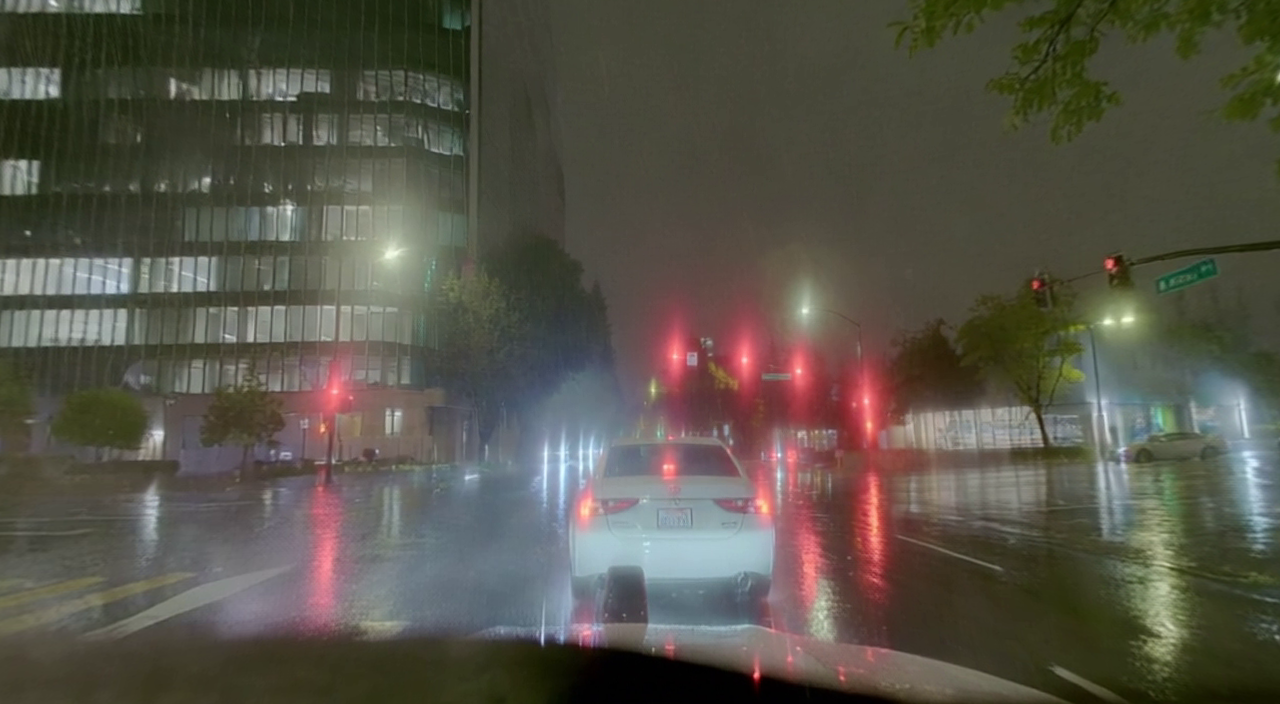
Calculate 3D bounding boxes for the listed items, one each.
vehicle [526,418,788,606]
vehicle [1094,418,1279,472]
[{"bbox_3d":[-0.154,1.648,7.489,1.893,1.532,4.145,2,-9,-16],"label":"vehicle"},{"bbox_3d":[19.115,3.265,22.225,4.675,1.772,1.945,0,-8,0],"label":"vehicle"}]
